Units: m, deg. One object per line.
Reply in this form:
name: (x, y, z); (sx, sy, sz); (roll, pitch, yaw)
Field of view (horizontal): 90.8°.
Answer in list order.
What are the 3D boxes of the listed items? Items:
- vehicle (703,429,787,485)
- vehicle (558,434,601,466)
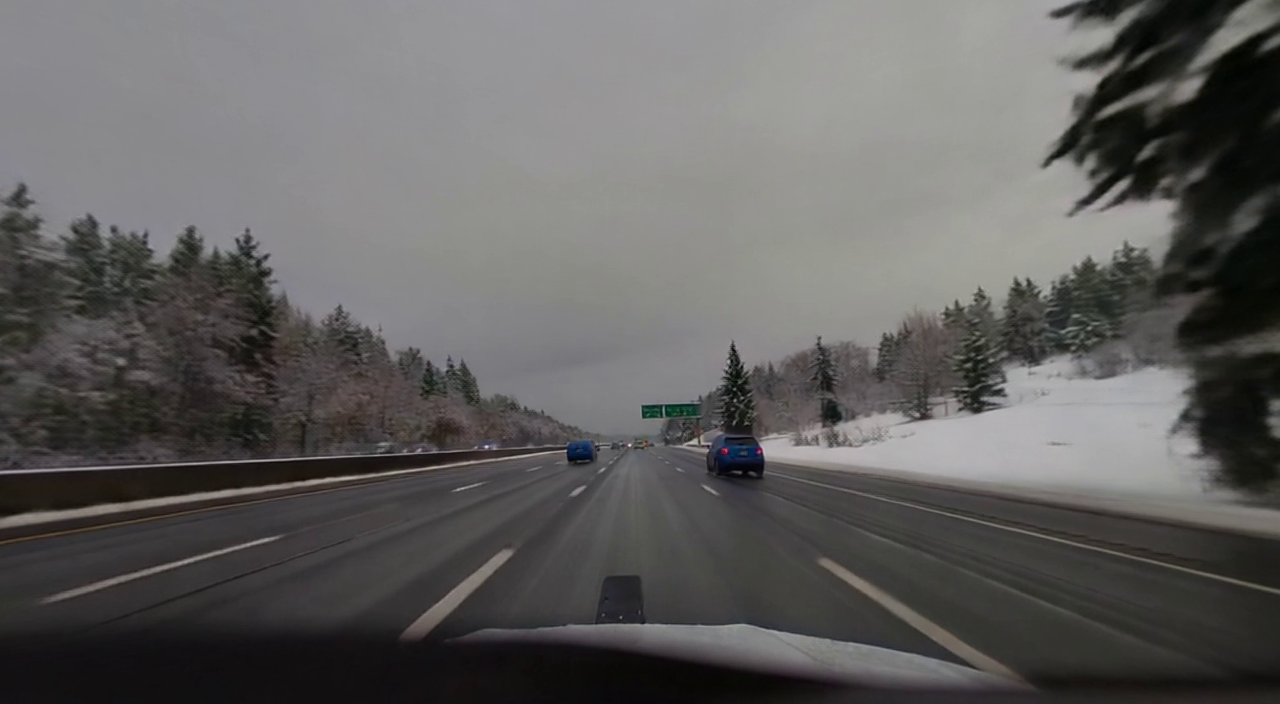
vehicle: (3.430, 3.538, 21.508); (2.053, 1.714, 4.097); (0, -9, -1)
vehicle: (-3.549, 5.898, 38.042); (2.173, 1.793, 4.564); (0, -9, 0)
